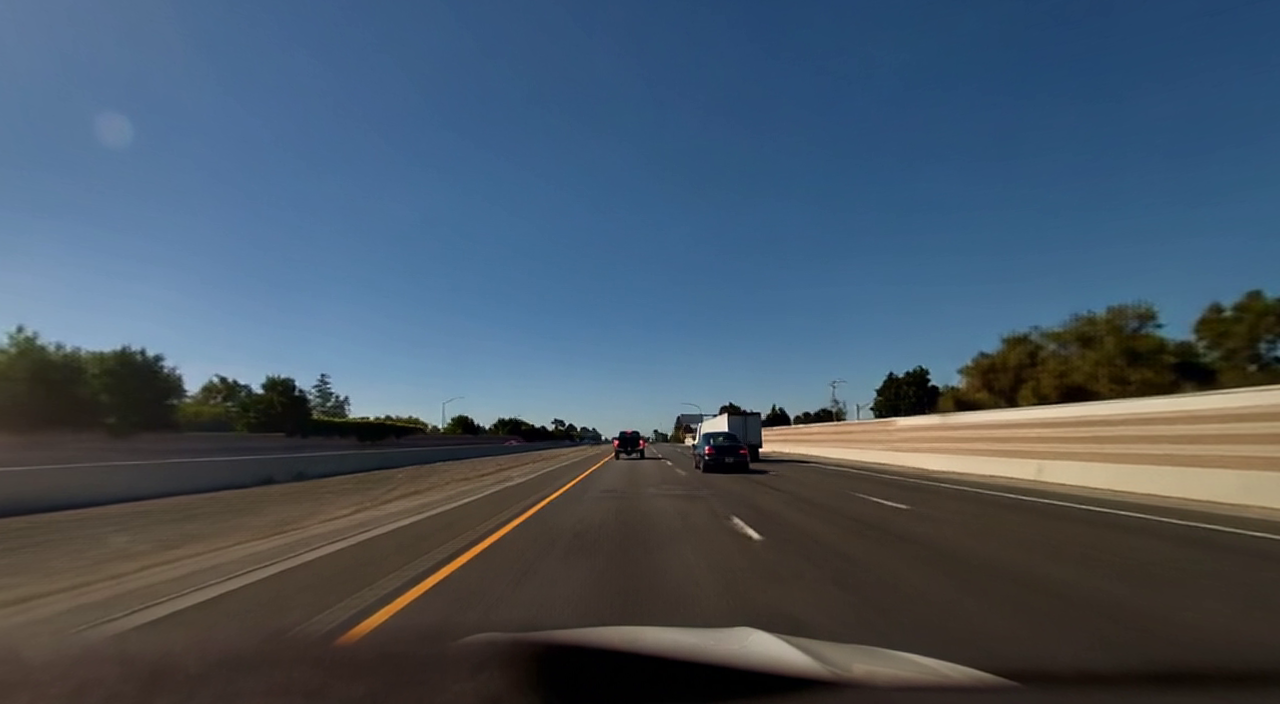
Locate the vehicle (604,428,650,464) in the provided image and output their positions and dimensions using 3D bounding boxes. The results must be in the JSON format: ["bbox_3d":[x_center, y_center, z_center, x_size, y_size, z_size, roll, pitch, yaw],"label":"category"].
[{"bbox_3d":[-0.583,4.710,31.419,2.142,1.664,4.076,0,-9,1],"label":"vehicle"}]

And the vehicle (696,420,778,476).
[{"bbox_3d":[3.429,3.560,23.286,2.269,1.839,4.554,0,-9,-1],"label":"vehicle"}]
